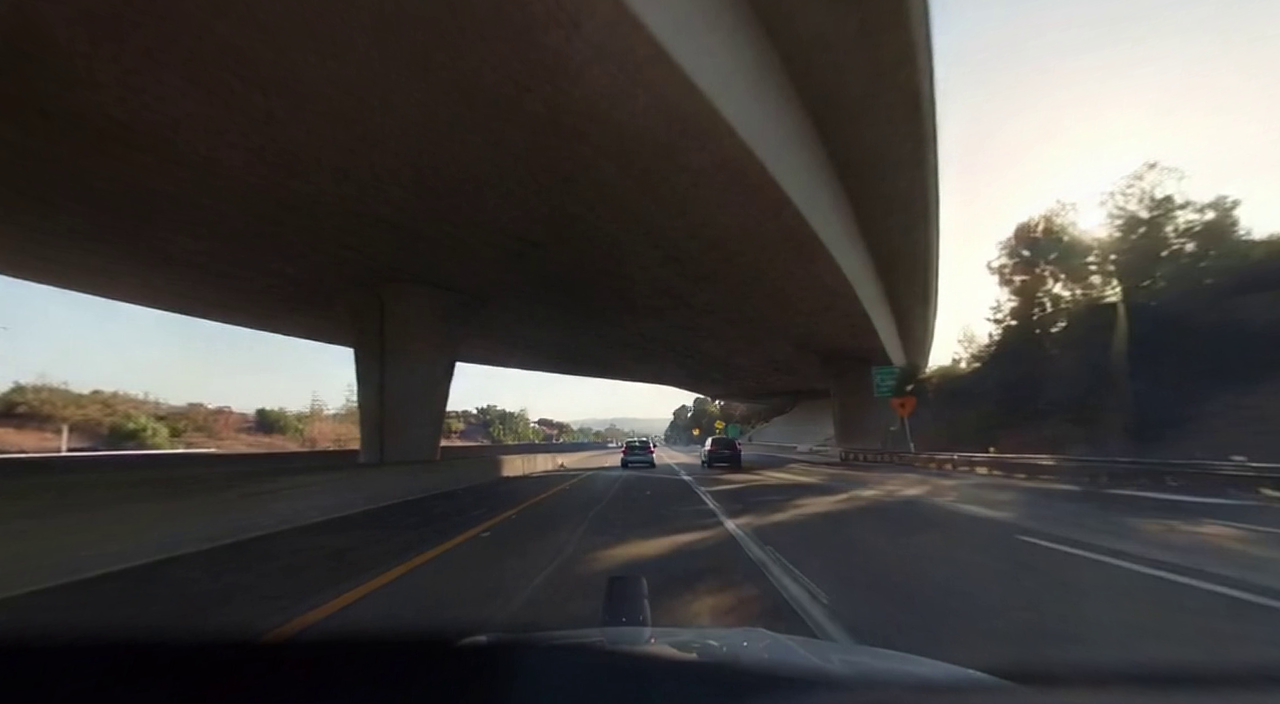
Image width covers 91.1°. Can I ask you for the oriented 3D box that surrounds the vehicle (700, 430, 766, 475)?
[{"bbox_3d":[3.776,4.184,26.309,2.063,1.698,4.355,0,-8,0],"label":"vehicle"}]

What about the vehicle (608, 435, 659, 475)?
[{"bbox_3d":[-0.238,4.440,27.334,2.050,1.546,4.344,0,-8,0],"label":"vehicle"}]
